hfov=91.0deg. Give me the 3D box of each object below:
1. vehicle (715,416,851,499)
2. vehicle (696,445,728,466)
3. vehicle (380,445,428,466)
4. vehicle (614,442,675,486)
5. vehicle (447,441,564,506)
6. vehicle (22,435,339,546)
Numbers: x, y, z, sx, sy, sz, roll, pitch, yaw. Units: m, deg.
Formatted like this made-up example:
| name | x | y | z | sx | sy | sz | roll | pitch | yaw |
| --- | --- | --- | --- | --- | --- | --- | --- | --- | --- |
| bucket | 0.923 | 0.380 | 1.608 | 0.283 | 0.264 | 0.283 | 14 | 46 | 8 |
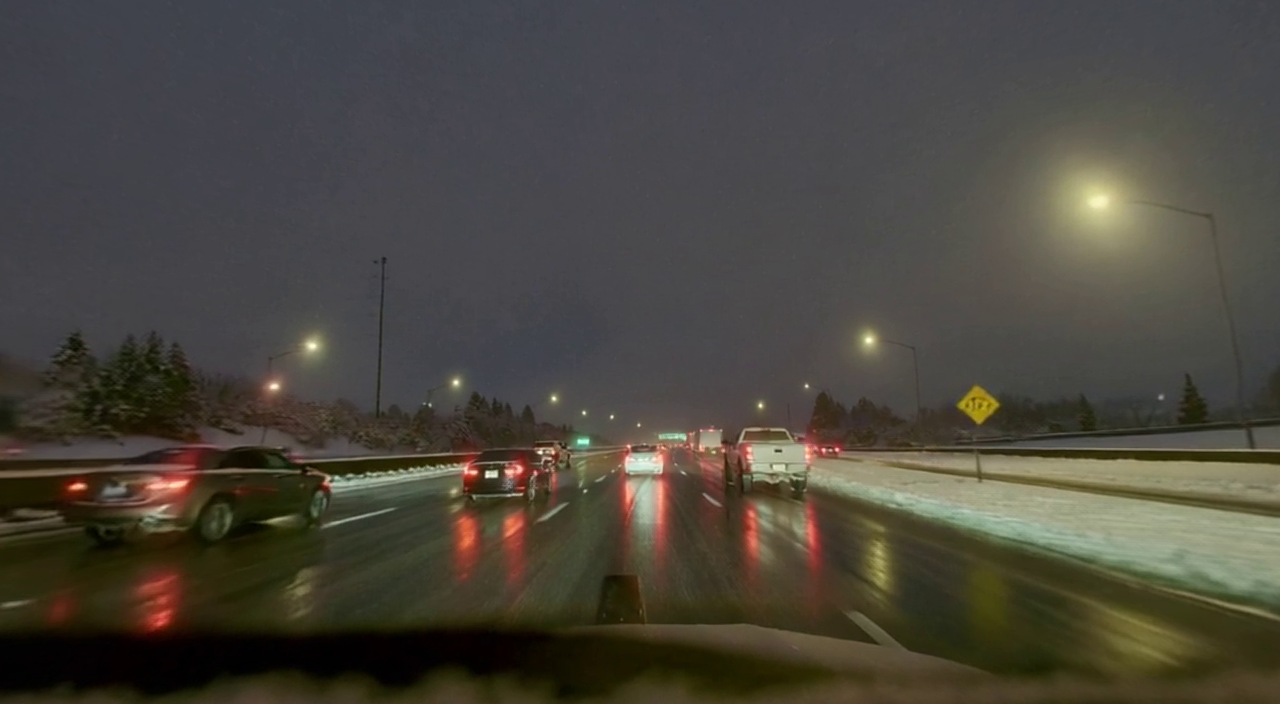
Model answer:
| name | x | y | z | sx | sy | sz | roll | pitch | yaw |
| --- | --- | --- | --- | --- | --- | --- | --- | --- | --- |
| vehicle | 4.108 | 3.259 | 19.755 | 2.802 | 2.151 | 6.579 | 0 | -9 | 1 |
| vehicle | 5.358 | 7.756 | 47.257 | 2.023 | 1.507 | 4.510 | 0 | -9 | 2 |
| vehicle | -18.441 | 8.112 | 49.473 | 1.897 | 1.504 | 4.444 | -1 | -9 | 2 |
| vehicle | 0.208 | 4.172 | 23.666 | 2.071 | 1.478 | 4.130 | 0 | -9 | 1 |
| vehicle | -3.382 | 3.162 | 16.802 | 1.996 | 1.488 | 4.451 | 0 | -9 | 2 |
| vehicle | -7.454 | 2.267 | 11.006 | 2.065 | 1.519 | 4.491 | 0 | -9 | 1 |
